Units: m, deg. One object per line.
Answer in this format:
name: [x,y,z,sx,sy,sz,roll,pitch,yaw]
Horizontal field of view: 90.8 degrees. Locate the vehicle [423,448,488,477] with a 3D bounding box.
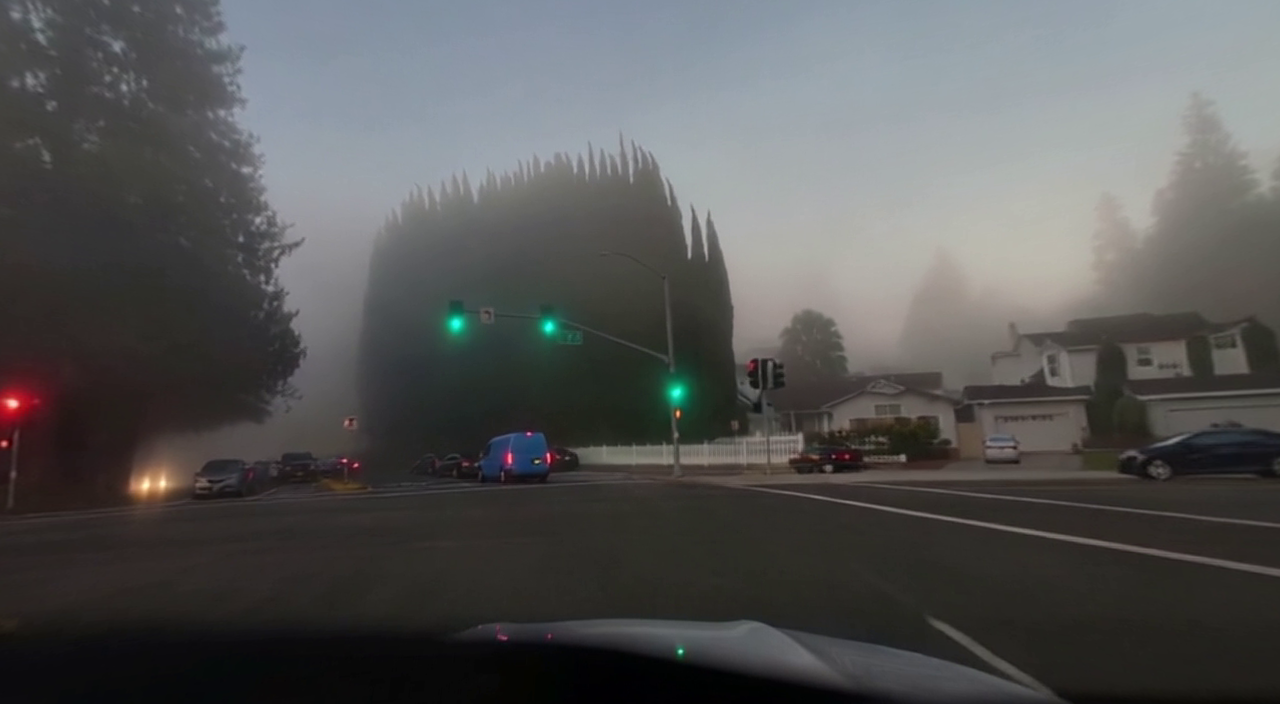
vehicle: [-10.331,6.105,35.170,2.008,1.445,4.386,6,-10,-36]

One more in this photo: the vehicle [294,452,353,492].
vehicle: [-13.104,4.896,26.183,1.952,1.461,4.377,4,-9,-26]

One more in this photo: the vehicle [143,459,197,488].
vehicle: [-30.980,8.002,41.575,4.290,1.497,2.093,-12,-10,42]

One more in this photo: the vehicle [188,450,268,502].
vehicle: [-16.321,4.860,25.283,2.078,1.783,4.670,4,-9,-27]

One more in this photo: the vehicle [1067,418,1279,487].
vehicle: [13.108,2.351,14.922,4.509,1.481,2.027,-3,-9,16]

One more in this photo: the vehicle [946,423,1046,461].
vehicle: [18.731,4.704,33.274,4.268,1.765,1.989,-6,-6,37]

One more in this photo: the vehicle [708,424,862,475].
vehicle: [6.294,4.300,27.972,6.104,2.026,2.514,-7,-11,39]

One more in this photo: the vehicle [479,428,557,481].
vehicle: [-5.501,4.494,27.990,2.213,2.124,4.809,4,-9,-25]

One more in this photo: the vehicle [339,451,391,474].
vehicle: [-20.116,8.025,46.071,4.291,1.493,1.911,-8,-11,44]
